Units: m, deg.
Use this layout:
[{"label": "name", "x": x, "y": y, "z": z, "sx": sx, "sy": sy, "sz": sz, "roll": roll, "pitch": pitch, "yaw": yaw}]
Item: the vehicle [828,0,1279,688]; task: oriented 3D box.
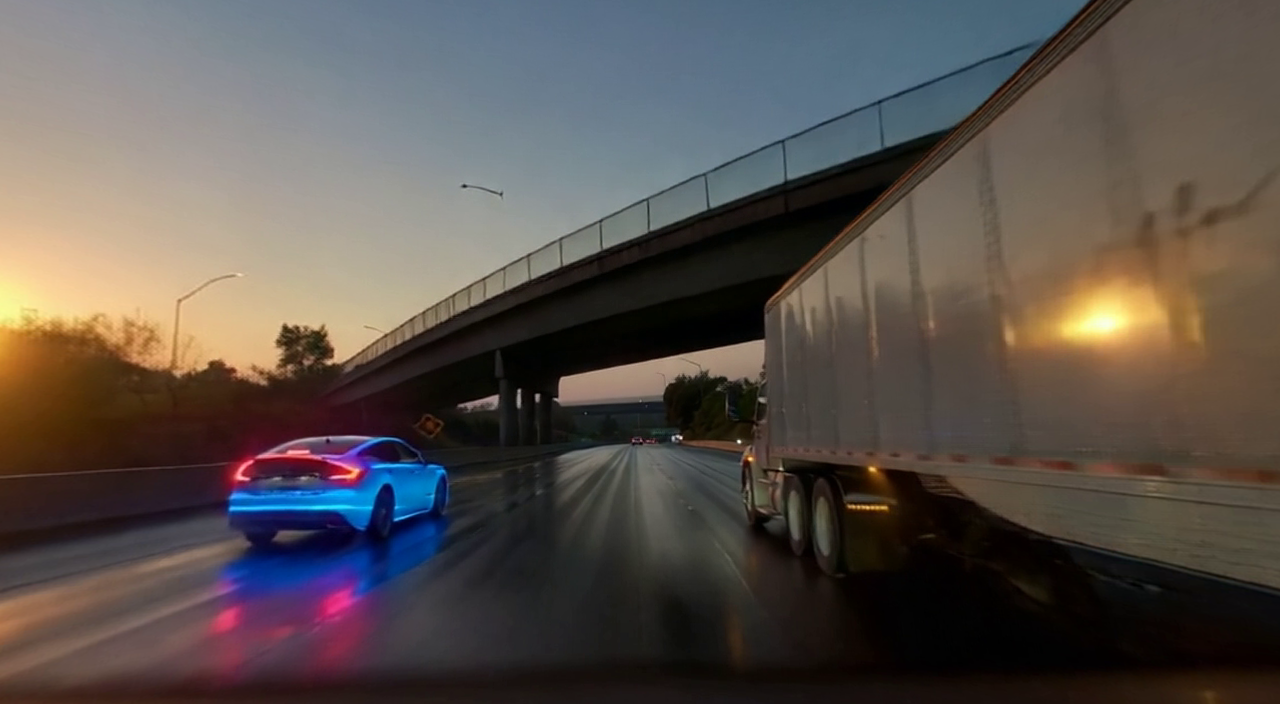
[{"label": "vehicle", "x": 4.061, "y": -0.689, "z": 1.743, "sx": 2.850, "sy": 3.894, "sz": 13.987, "roll": 0, "pitch": -7, "yaw": 0}]

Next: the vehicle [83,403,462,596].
[{"label": "vehicle", "x": -3.830, "y": 1.582, "z": 7.755, "sx": 2.063, "sy": 1.661, "sz": 4.439, "roll": 0, "pitch": -8, "yaw": -1}]
